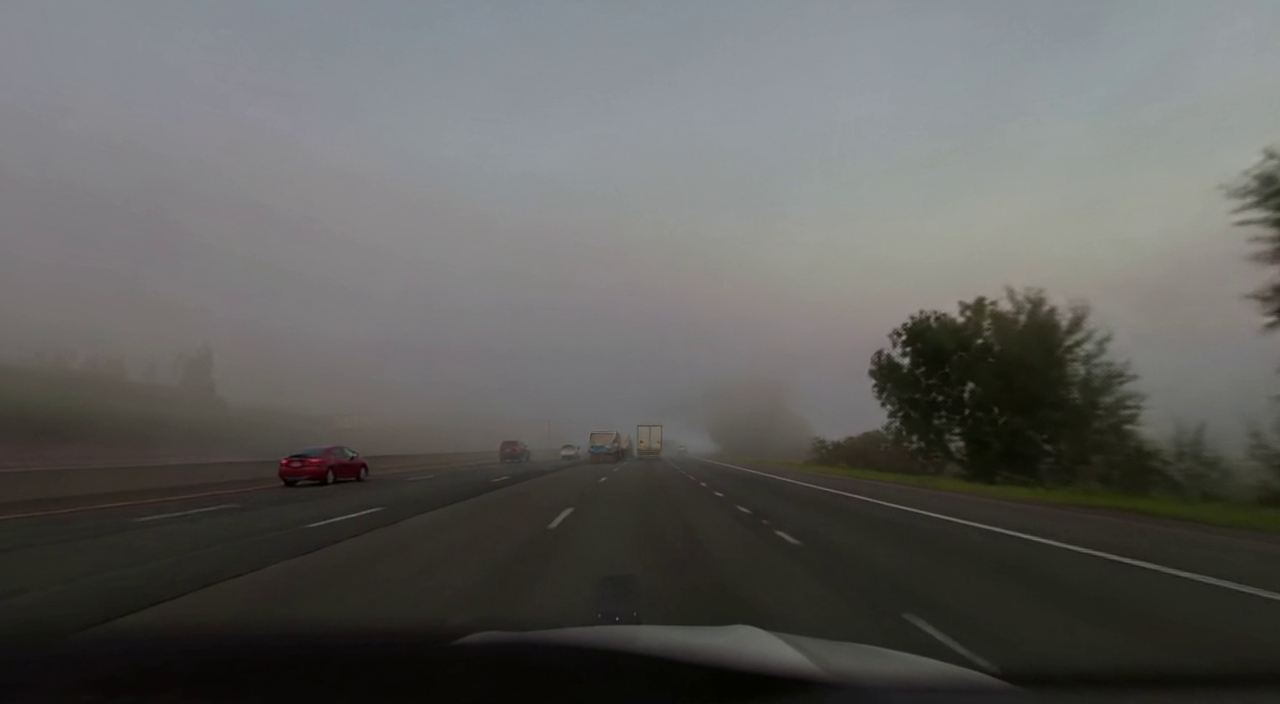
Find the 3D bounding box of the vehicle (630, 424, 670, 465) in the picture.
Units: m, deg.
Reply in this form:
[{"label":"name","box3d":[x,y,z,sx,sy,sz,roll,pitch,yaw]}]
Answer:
[{"label":"vehicle","box3d":[0.775,7.019,48.197,2.768,2.854,6.757,1,-8,1]}]

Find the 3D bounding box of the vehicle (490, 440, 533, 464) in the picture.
[{"label":"vehicle","box3d":[-10.006,7.814,49.660,2.080,1.777,5.450,0,-8,2]}]

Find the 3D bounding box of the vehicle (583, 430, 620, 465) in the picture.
[{"label":"vehicle","box3d":[-2.840,7.280,48.274,2.328,2.519,5.238,0,-8,2]}]

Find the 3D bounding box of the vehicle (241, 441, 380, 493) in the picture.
[{"label":"vehicle","box3d":[-10.309,3.617,20.267,1.952,1.457,4.689,0,-8,0]}]
